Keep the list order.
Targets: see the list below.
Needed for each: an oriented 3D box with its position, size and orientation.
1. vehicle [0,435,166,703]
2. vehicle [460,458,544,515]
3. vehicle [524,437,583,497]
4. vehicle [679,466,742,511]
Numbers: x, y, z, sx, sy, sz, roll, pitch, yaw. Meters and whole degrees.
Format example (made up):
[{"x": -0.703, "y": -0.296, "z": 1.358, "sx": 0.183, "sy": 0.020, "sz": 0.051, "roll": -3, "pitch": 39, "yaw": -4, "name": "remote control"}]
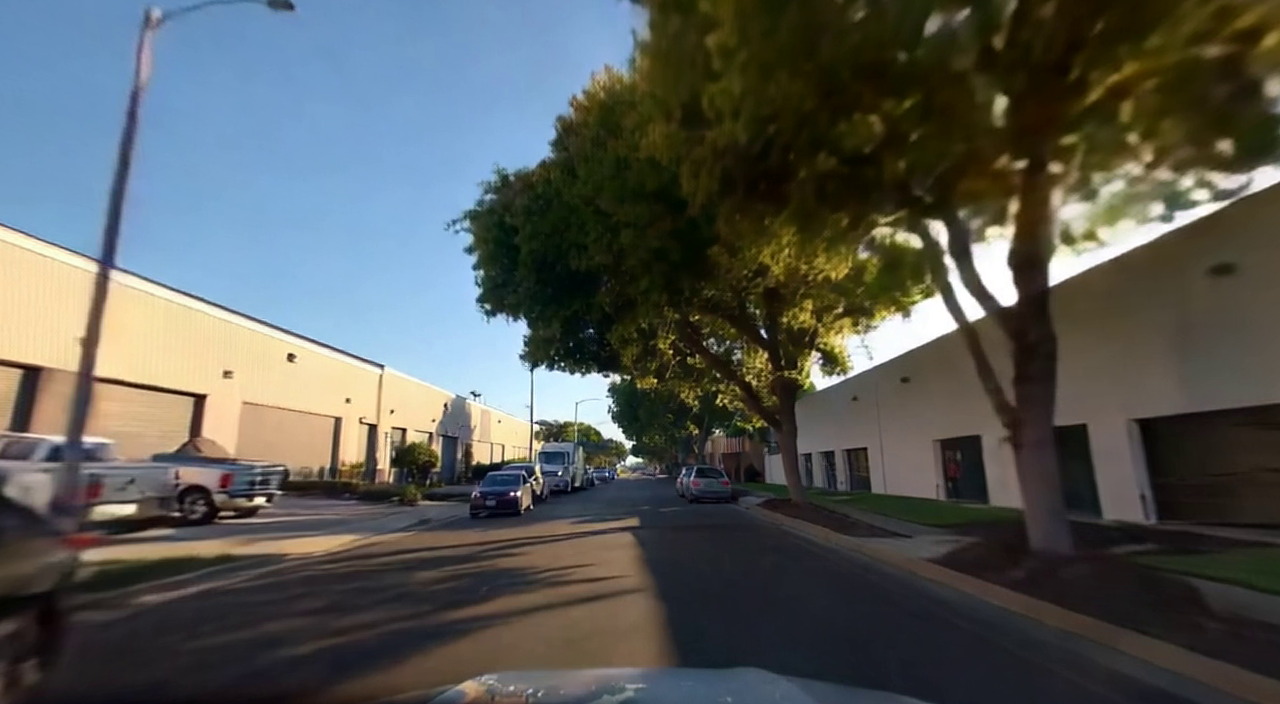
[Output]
[{"x": -4.426, "y": 1.077, "z": 2.227, "sx": 1.927, "sy": 1.580, "sz": 4.556, "roll": -1, "pitch": -9, "yaw": 0, "name": "vehicle"}, {"x": -4.318, "y": 4.293, "z": 20.302, "sx": 1.835, "sy": 1.625, "sz": 3.674, "roll": 1, "pitch": -11, "yaw": 1, "name": "vehicle"}, {"x": -4.259, "y": 5.886, "z": 32.102, "sx": 2.242, "sy": 2.726, "sz": 5.581, "roll": 1, "pitch": -11, "yaw": -1, "name": "vehicle"}, {"x": 2.477, "y": 4.954, "z": 23.148, "sx": 1.819, "sy": 1.446, "sz": 3.909, "roll": 1, "pitch": -11, "yaw": -1, "name": "vehicle"}]
